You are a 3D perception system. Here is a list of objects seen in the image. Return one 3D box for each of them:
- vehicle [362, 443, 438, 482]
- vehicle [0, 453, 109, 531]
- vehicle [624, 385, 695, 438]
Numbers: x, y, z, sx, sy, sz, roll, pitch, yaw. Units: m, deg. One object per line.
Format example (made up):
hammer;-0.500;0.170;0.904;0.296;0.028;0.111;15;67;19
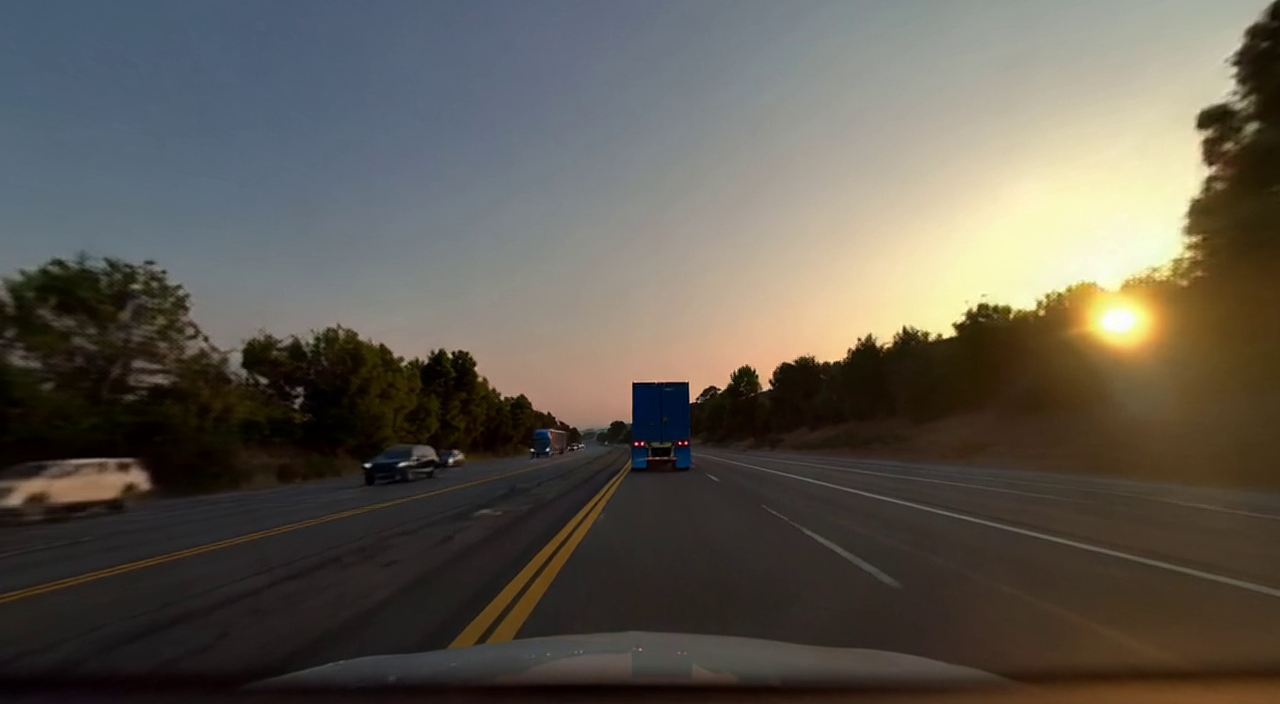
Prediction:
vehicle;-11.360;5.216;30.096;1.873;1.712;4.097;0;-8;2
vehicle;-14.679;3.125;14.014;1.869;1.620;4.362;-2;-8;0
vehicle;0.659;2.488;25.321;2.509;1.890;4.732;0;-8;-2
